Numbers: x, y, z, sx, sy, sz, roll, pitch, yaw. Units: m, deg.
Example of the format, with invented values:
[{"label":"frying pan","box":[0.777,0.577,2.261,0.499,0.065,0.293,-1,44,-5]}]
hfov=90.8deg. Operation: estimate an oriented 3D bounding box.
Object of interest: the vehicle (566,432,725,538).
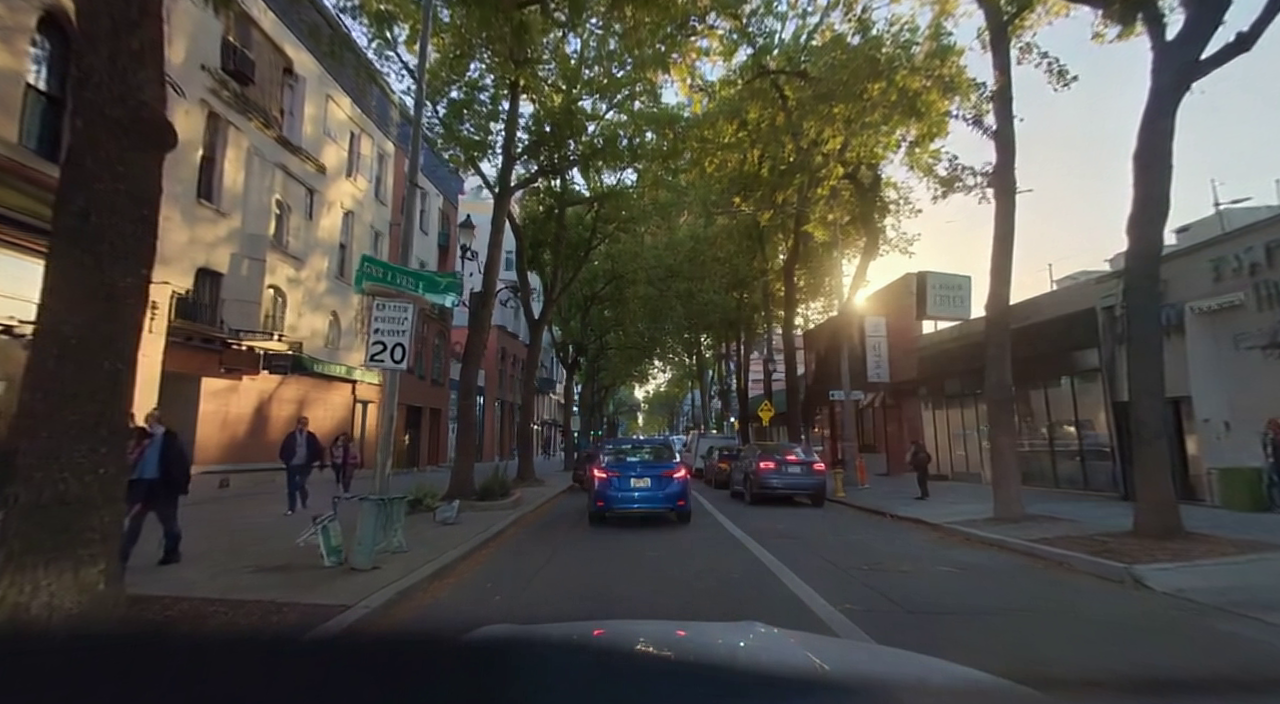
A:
[{"label":"vehicle","box":[0.009,2.210,11.137,2.261,1.474,4.130,0,-9,-2]}]

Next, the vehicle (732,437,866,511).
[{"label":"vehicle","box":[3.644,2.884,15.437,2.025,1.523,4.426,0,-9,-1]}]
